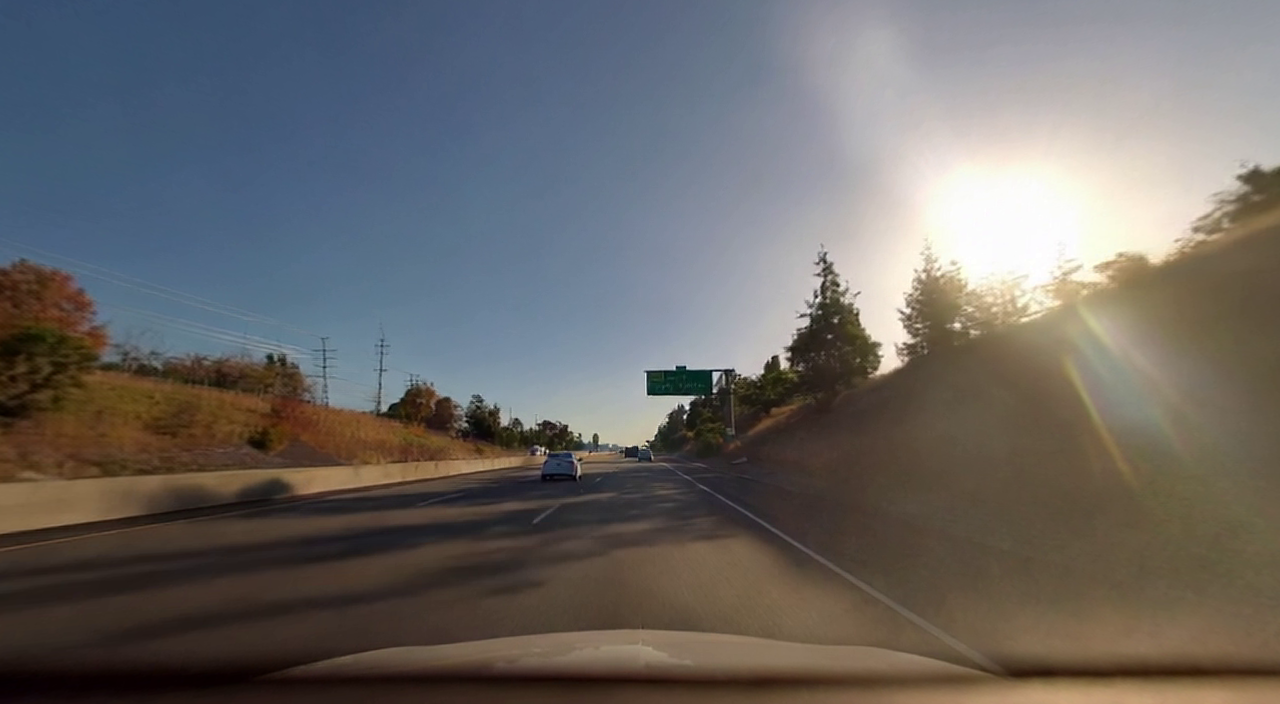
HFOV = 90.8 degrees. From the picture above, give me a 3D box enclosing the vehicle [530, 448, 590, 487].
[{"bbox_3d":[-3.258,4.781,26.504,1.978,1.498,4.080,0,-9,0],"label":"vehicle"}]
